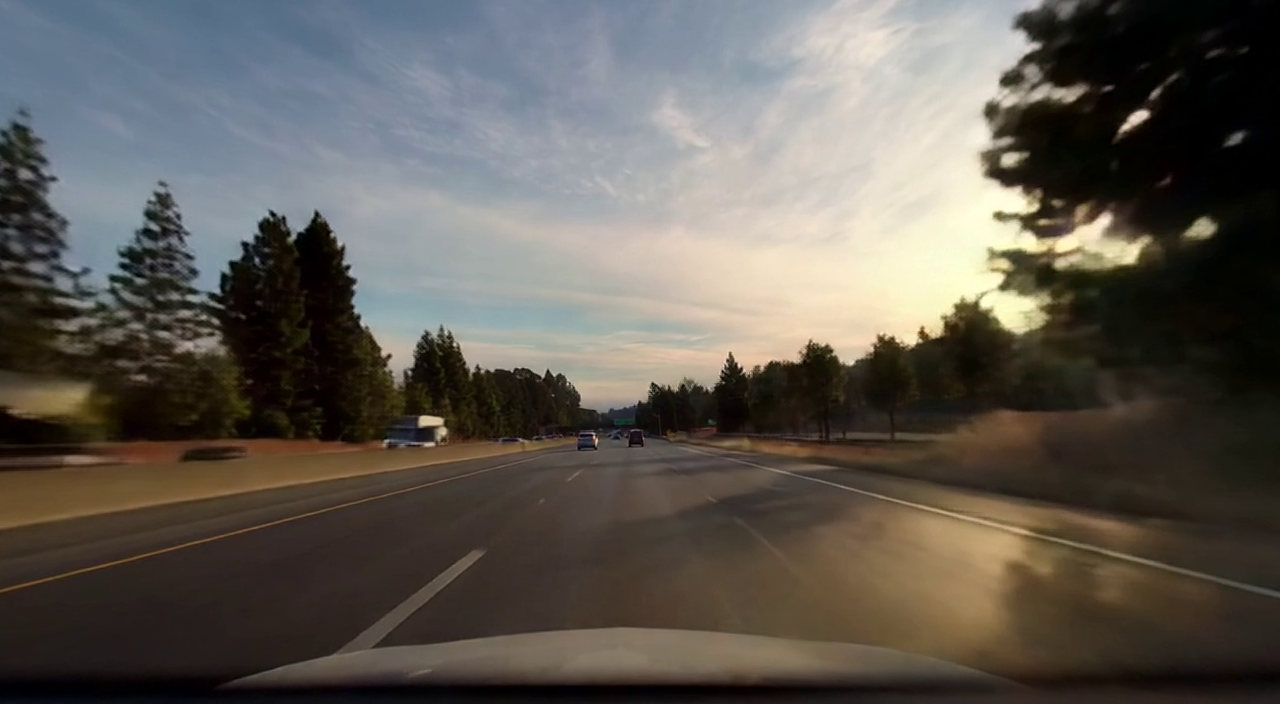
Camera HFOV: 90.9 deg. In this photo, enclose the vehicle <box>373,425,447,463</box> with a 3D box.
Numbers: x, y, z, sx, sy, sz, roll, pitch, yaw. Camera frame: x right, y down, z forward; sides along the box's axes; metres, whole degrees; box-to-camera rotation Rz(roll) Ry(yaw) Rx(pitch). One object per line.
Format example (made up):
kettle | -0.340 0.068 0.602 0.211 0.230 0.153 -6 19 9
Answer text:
vehicle | -12.512 5.048 34.692 2.263 1.899 4.853 0 -8 -1
